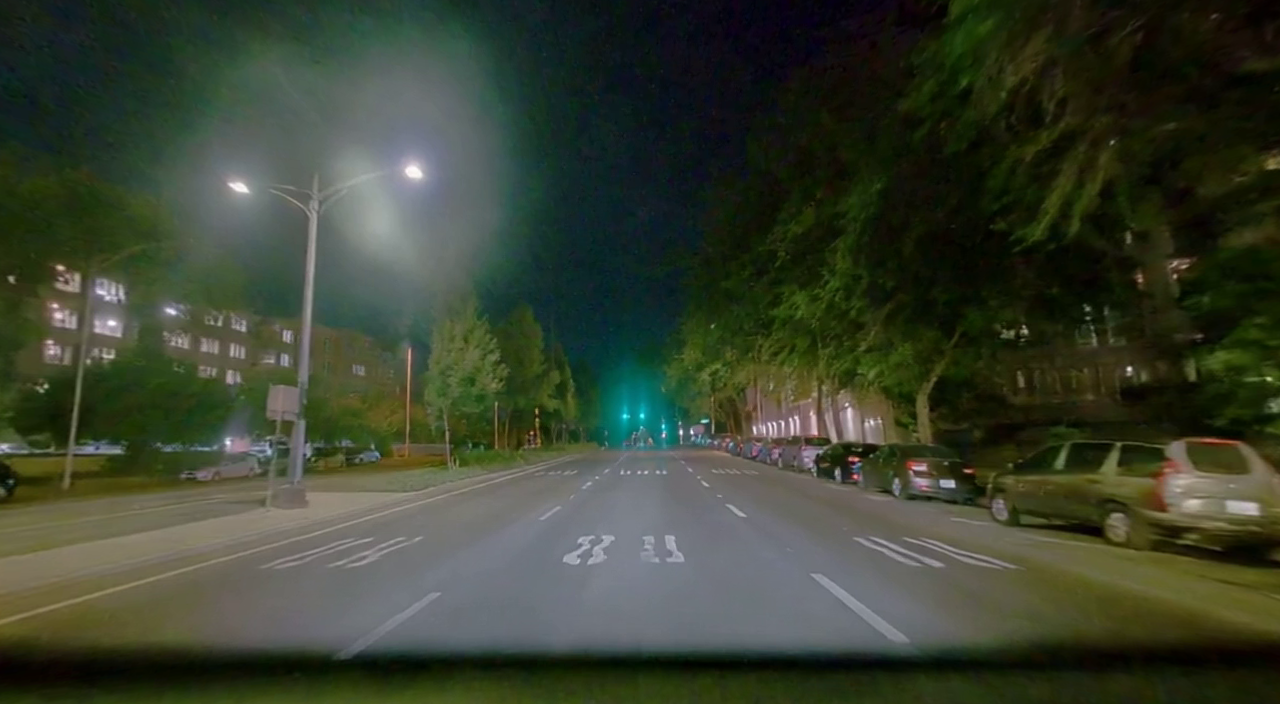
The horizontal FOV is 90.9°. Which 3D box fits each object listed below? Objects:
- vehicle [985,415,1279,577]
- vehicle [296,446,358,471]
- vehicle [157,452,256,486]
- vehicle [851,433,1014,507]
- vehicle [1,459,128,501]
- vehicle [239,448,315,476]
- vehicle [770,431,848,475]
[{"bbox_3d":[6.978,1.790,8.687,1.877,1.630,4.390,0,-8,-1],"label":"vehicle"},{"bbox_3d":[-21.890,7.454,44.363,1.827,1.518,4.870,-3,-9,1],"label":"vehicle"},{"bbox_3d":[-22.117,5.944,32.426,1.795,1.415,4.664,-5,-9,0],"label":"vehicle"},{"bbox_3d":[7.051,2.871,15.841,1.964,1.559,4.533,-1,-8,1],"label":"vehicle"},{"bbox_3d":[-22.102,4.888,24.380,1.842,1.312,3.209,-3,-9,1],"label":"vehicle"},{"bbox_3d":[-22.189,6.695,38.733,1.990,1.525,4.387,-3,-9,1],"label":"vehicle"},{"bbox_3d":[7.086,4.301,27.025,1.963,1.701,5.028,-1,-8,1],"label":"vehicle"}]
